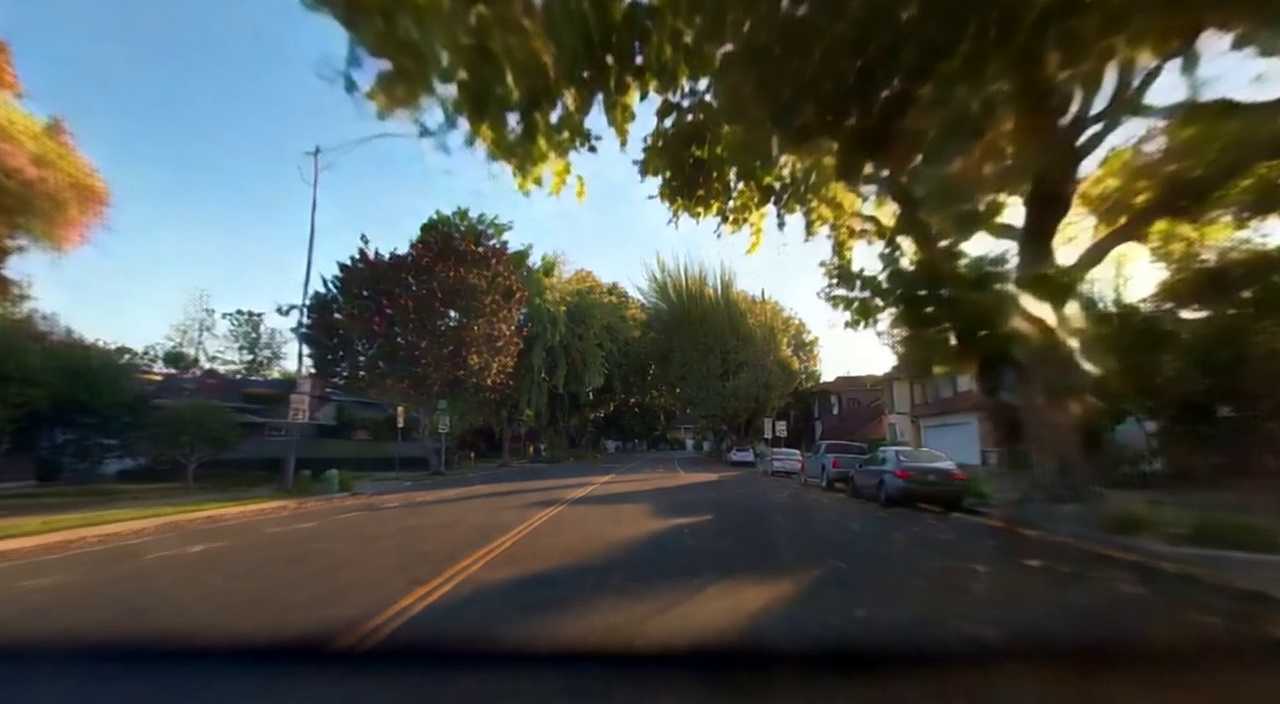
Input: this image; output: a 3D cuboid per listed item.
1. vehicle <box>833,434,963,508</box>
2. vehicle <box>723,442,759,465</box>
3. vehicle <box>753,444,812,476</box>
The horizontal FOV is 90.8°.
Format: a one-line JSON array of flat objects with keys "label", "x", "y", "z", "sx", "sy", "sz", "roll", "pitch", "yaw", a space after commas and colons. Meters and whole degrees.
[{"label": "vehicle", "x": 6.451, "y": 2.991, "z": 16.280, "sx": 1.798, "sy": 1.669, "sz": 3.626, "roll": 0, "pitch": -9, "yaw": 0}, {"label": "vehicle", "x": 7.368, "y": 7.448, "z": 46.556, "sx": 1.893, "sy": 1.543, "sz": 4.434, "roll": 0, "pitch": -9, "yaw": 0}, {"label": "vehicle", "x": 6.926, "y": 5.287, "z": 31.234, "sx": 1.913, "sy": 1.479, "sz": 4.209, "roll": 0, "pitch": -9, "yaw": 0}]
